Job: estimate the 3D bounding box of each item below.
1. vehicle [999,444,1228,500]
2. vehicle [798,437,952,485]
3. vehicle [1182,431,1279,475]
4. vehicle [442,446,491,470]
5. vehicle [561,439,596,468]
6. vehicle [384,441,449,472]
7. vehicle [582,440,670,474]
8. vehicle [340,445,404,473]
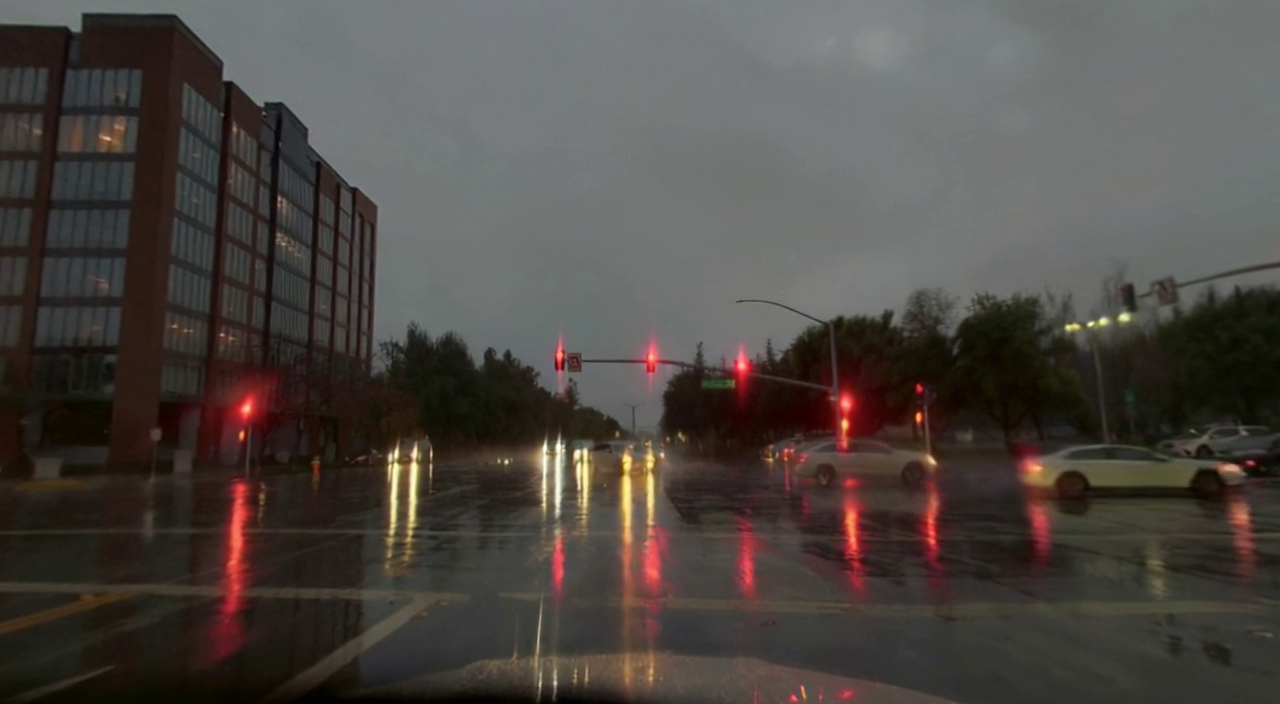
[{"bbox_3d":[11.646,2.967,15.807,4.093,1.288,1.910,-1,-9,4],"label":"vehicle"},{"bbox_3d":[7.981,3.683,21.586,4.637,1.461,2.109,-4,-9,24],"label":"vehicle"},{"bbox_3d":[22.314,3.561,22.367,4.474,1.477,1.908,0,-9,-2],"label":"vehicle"},{"bbox_3d":[-11.659,7.142,42.800,2.003,1.476,4.297,-1,-9,2],"label":"vehicle"},{"bbox_3d":[-3.811,6.135,38.419,1.950,1.629,4.385,1,-9,-7],"label":"vehicle"},{"bbox_3d":[-15.153,7.113,43.177,2.340,1.946,5.450,-1,-9,1],"label":"vehicle"},{"bbox_3d":[-0.779,4.949,29.897,2.115,1.445,4.864,4,-10,-29],"label":"vehicle"},{"bbox_3d":[-18.568,7.406,44.055,2.237,1.842,5.116,0,-9,0],"label":"vehicle"}]
